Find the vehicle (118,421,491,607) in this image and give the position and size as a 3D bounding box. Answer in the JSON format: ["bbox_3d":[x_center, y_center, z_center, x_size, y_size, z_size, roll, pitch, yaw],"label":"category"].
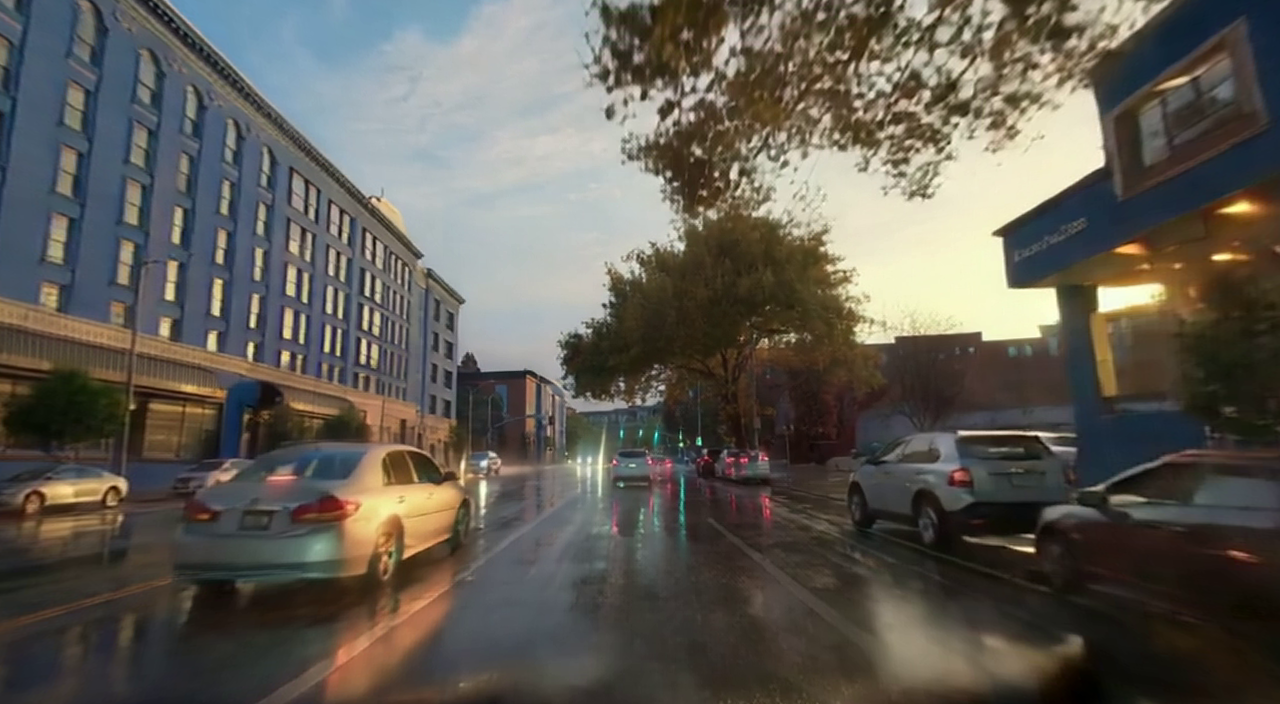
[{"bbox_3d":[-3.421,1.729,7.737,1.934,1.548,4.635,0,-9,1],"label":"vehicle"}]

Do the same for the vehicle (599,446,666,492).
[{"bbox_3d":[-0.286,4.226,23.090,2.230,1.518,4.113,0,-9,-1],"label":"vehicle"}]

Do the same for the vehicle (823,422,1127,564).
[{"bbox_3d":[4.892,2.125,10.296,2.123,1.736,4.795,1,-9,-3],"label":"vehicle"}]

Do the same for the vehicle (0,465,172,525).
[{"bbox_3d":[-17.832,4.489,20.269,1.978,1.568,4.632,0,-9,-1],"label":"vehicle"}]

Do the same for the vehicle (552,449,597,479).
[{"bbox_3d":[-3.640,6.345,35.818,1.972,1.560,4.066,0,-9,2],"label":"vehicle"}]

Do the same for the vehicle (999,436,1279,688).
[{"bbox_3d":[4.815,1.377,4.478,1.910,1.499,4.495,0,-9,1],"label":"vehicle"}]

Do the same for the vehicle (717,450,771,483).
[{"bbox_3d":[4.968,5.522,30.693,1.832,1.491,4.054,1,-9,-2],"label":"vehicle"}]
